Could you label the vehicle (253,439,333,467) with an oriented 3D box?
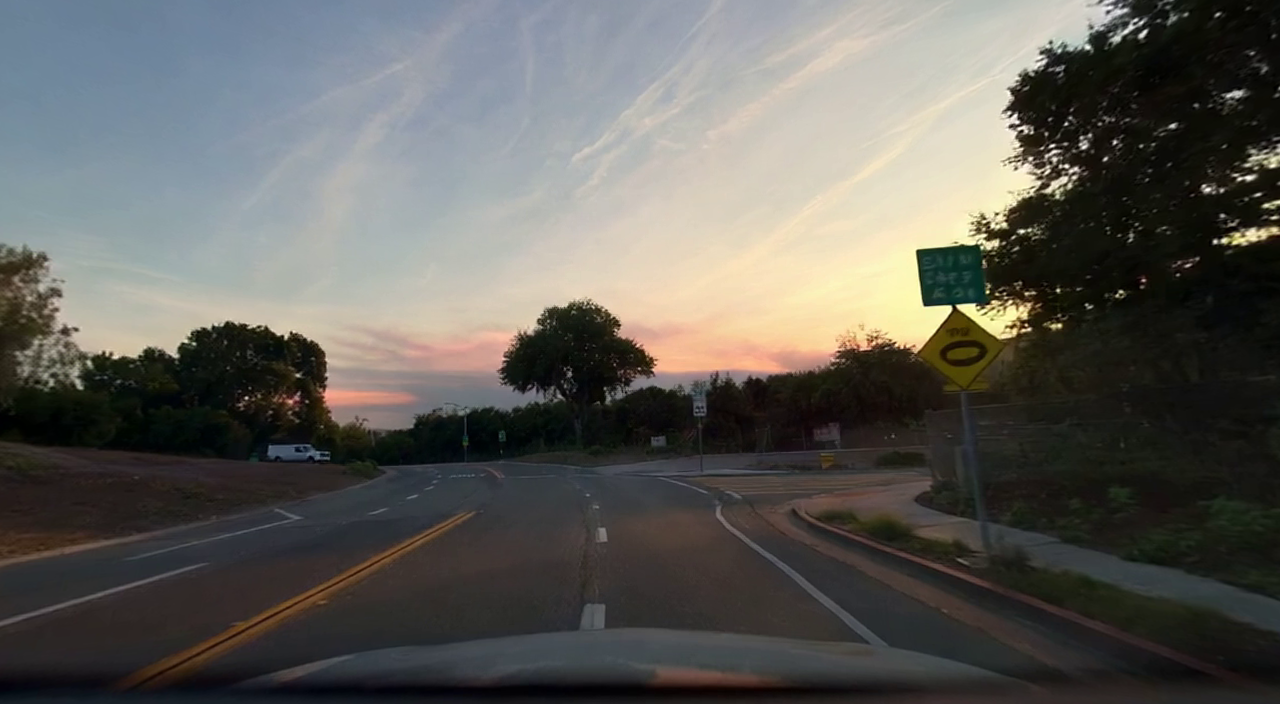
[{"bbox_3d":[-25.582,7.473,46.528,4.699,1.996,2.116,-1,-9,7],"label":"vehicle"}]
